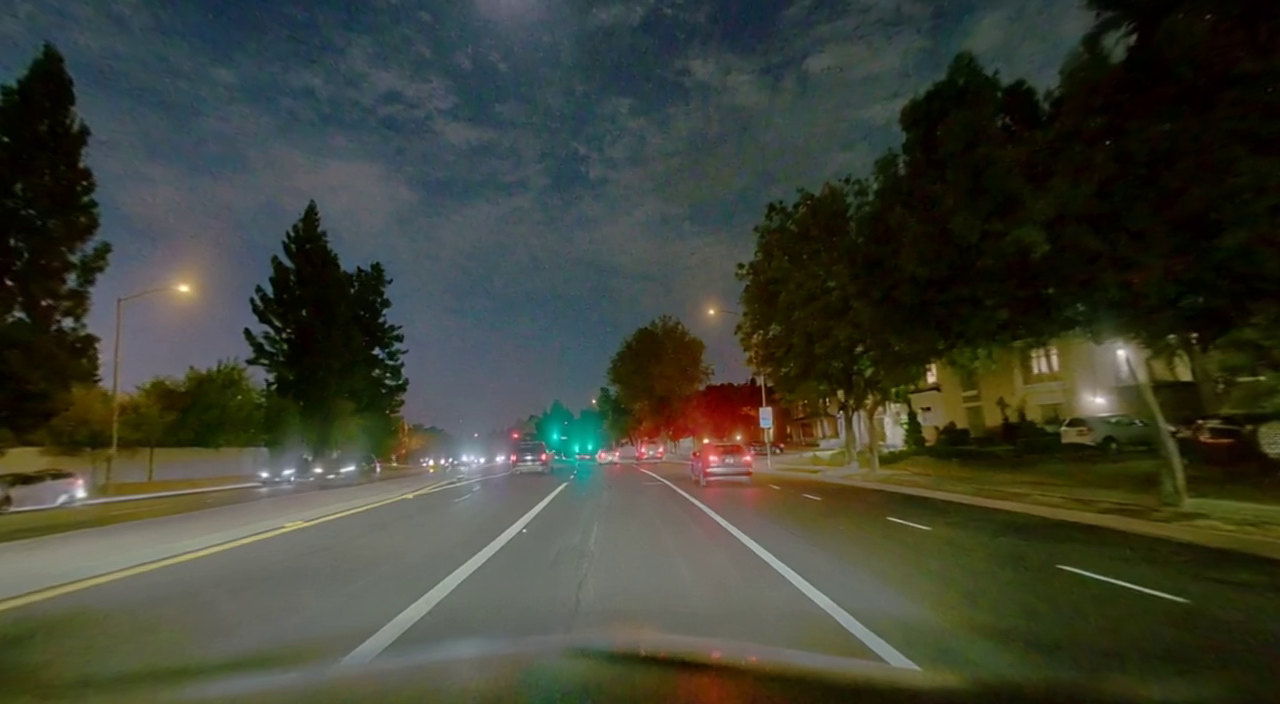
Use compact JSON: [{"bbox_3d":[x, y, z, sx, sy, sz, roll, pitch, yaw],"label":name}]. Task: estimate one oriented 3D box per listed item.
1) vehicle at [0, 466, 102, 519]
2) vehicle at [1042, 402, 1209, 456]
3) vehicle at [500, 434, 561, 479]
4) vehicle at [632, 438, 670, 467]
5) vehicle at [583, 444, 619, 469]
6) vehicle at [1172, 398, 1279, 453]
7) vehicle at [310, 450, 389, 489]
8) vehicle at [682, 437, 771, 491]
[{"bbox_3d":[-20.604,4.571,20.760,1.846,1.487,4.601,0,-8,-2],"label":"vehicle"},{"bbox_3d":[18.299,2.949,23.911,4.960,1.906,2.014,1,-8,-10],"label":"vehicle"},{"bbox_3d":[-4.793,4.641,28.307,2.218,1.829,4.492,0,-8,-4],"label":"vehicle"},{"bbox_3d":[0.698,6.962,43.903,2.099,1.845,4.363,1,-8,-7],"label":"vehicle"},{"bbox_3d":[-2.459,6.441,39.150,2.030,1.477,4.330,1,-8,-6],"label":"vehicle"},{"bbox_3d":[23.678,2.834,24.651,4.182,1.698,1.893,-4,-12,-9],"label":"vehicle"},{"bbox_3d":[-13.484,5.438,29.617,1.867,1.609,4.175,0,-8,-3],"label":"vehicle"},{"bbox_3d":[2.523,3.405,19.545,1.884,1.463,4.195,0,-8,-4],"label":"vehicle"}]
